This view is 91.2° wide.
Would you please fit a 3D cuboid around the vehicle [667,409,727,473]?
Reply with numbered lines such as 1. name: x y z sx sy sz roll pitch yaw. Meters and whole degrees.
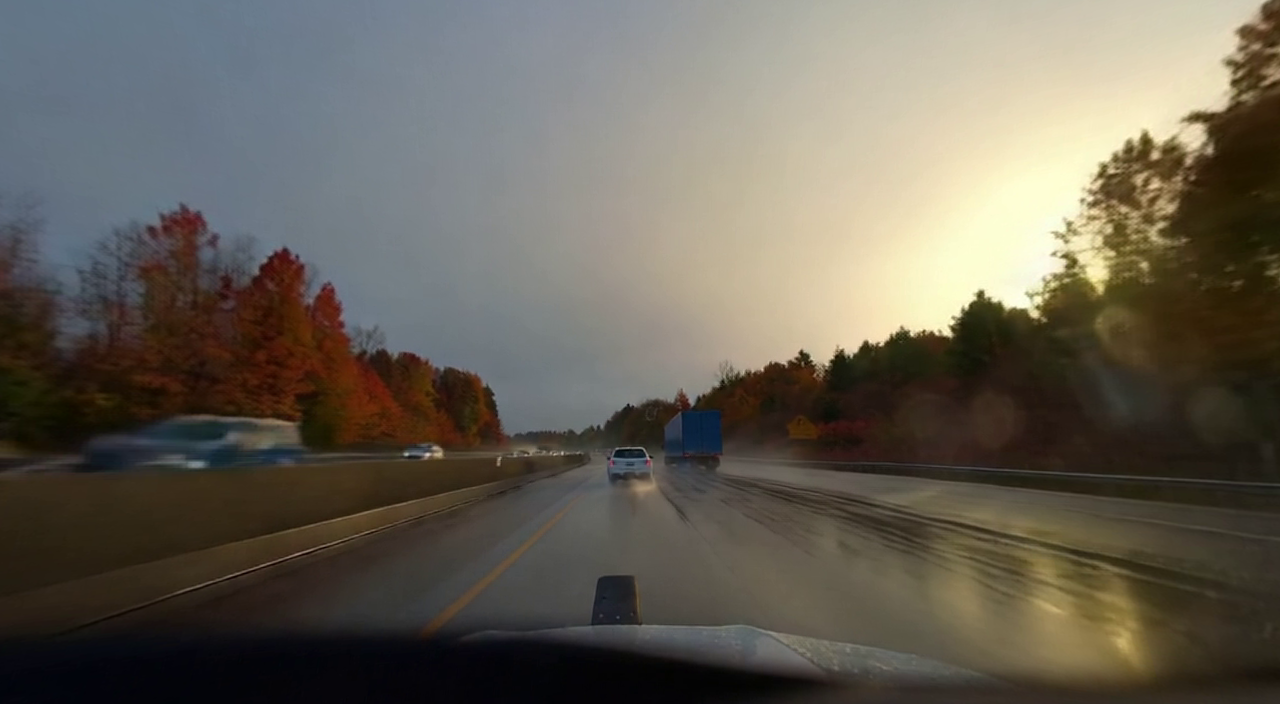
1. vehicle: 3.908 6.832 46.968 2.900 4.013 14.455 1 -10 -1

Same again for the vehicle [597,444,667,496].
1. vehicle: -0.306 3.872 20.938 2.099 1.506 4.097 0 -9 -1

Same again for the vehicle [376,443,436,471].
1. vehicle: -14.022 6.345 37.851 1.953 1.544 4.444 0 -9 -1

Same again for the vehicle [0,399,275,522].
1. vehicle: -9.296 1.986 11.721 2.175 1.804 4.631 0 -9 -1
